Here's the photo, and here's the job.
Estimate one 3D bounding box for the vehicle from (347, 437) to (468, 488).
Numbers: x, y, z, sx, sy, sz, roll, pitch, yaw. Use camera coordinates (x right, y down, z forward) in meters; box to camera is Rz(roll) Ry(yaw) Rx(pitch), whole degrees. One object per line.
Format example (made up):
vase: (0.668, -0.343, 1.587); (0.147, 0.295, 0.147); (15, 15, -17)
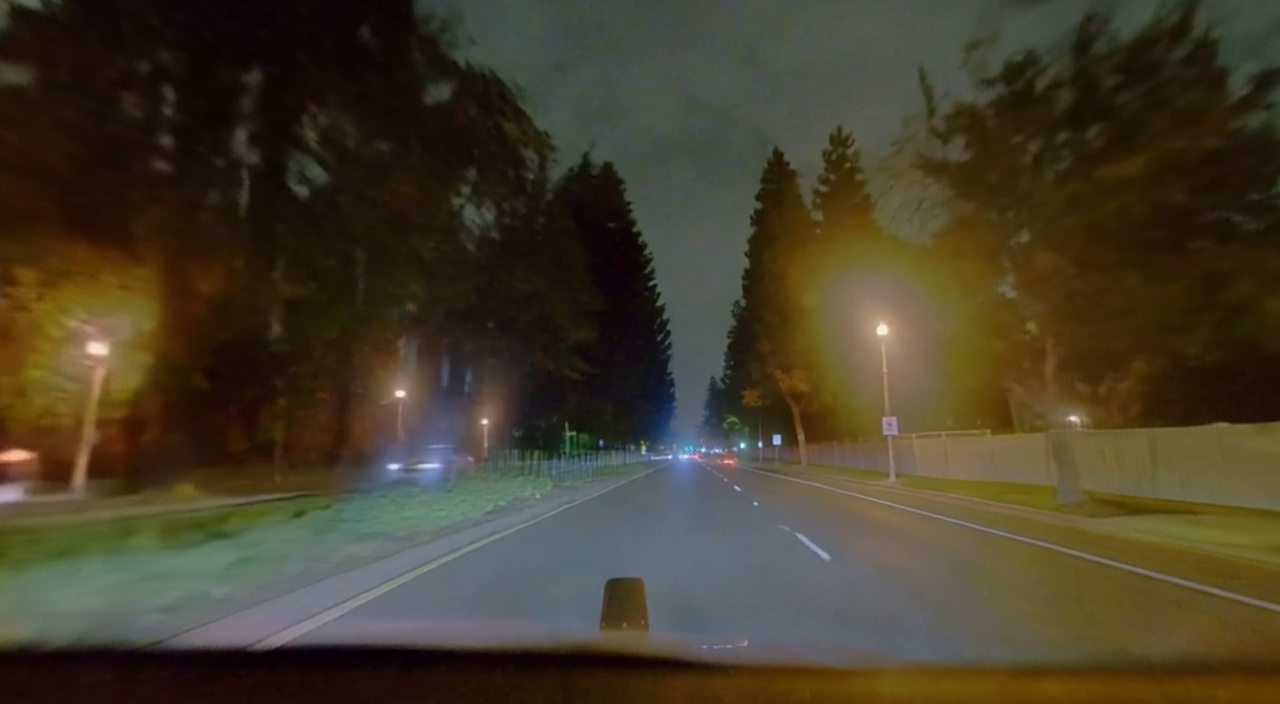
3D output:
vehicle: (-8.204, 3.937, 22.839); (2.261, 1.655, 4.613); (-1, -8, 6)
